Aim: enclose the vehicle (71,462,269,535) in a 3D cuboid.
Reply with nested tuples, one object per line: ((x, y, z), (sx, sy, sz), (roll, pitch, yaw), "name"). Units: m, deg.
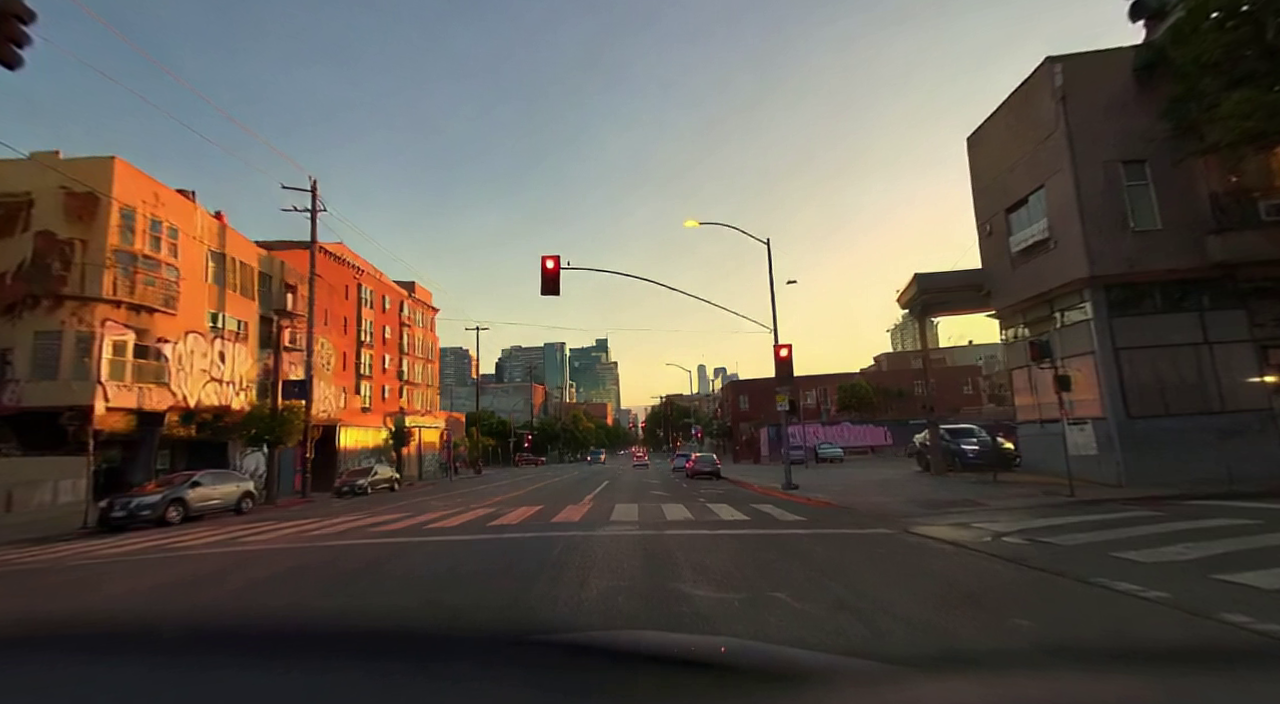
((-15.243, 4.719, 20.956), (2.107, 1.914, 5.567), (0, -9, 3), "vehicle")

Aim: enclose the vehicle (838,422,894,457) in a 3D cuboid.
((15.628, 6.113, 43.696), (1.969, 2.282, 4.731), (0, -9, -2), "vehicle")

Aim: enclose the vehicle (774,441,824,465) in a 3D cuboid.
((10.973, 6.988, 43.604), (1.956, 1.514, 4.862), (0, -9, -3), "vehicle")

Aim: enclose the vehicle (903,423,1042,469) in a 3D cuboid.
((12.469, 3.530, 23.656), (4.312, 1.578, 2.006), (-6, -10, 34), "vehicle")

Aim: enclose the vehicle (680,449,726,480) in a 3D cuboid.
((3.360, 6.105, 34.221), (2.062, 1.535, 4.206), (0, -9, 0), "vehicle")

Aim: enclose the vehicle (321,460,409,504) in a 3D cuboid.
((-15.250, 7.181, 35.213), (2.048, 1.814, 5.998), (-8, -9, 1), "vehicle")

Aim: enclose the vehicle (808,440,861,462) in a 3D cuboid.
((13.302, 6.817, 43.254), (1.819, 1.450, 4.707), (1, -9, -5), "vehicle")
